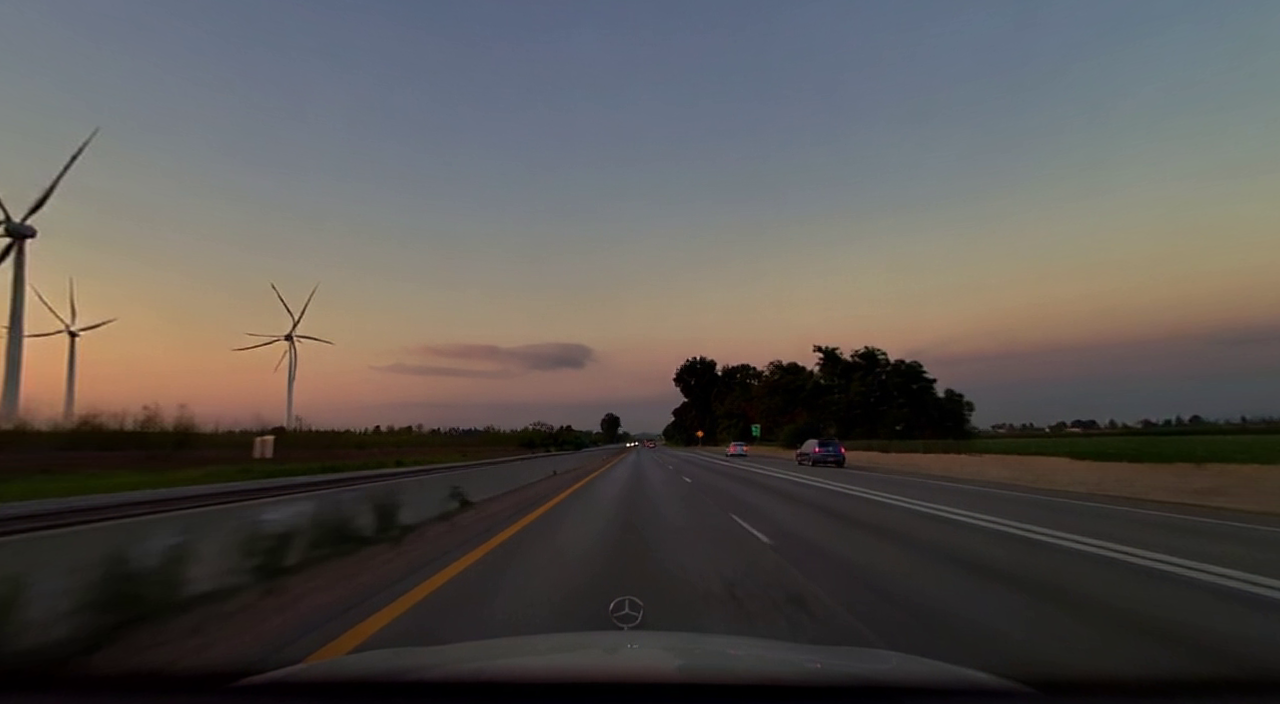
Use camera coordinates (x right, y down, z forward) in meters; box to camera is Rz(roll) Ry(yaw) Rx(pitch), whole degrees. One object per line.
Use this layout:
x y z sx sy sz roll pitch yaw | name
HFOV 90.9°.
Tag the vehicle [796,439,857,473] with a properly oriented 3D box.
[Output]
9.957 5.574 34.008 1.897 1.669 4.825 0 -9 1 | vehicle
